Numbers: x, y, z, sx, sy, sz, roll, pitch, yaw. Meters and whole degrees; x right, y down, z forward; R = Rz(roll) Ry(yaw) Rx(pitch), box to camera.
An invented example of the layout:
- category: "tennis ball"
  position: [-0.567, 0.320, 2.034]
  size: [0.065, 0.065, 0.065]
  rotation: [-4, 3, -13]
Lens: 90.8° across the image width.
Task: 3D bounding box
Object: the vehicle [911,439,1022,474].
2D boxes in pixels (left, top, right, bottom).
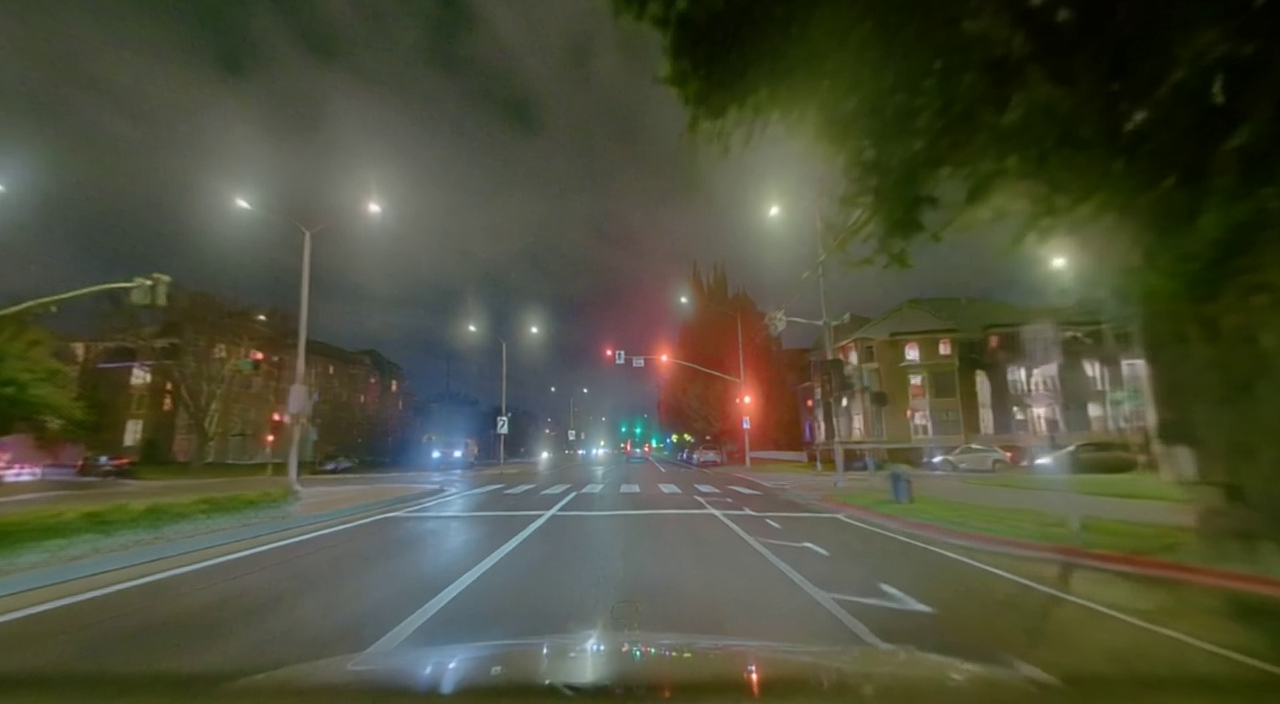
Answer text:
- category: "vehicle"
  position: [16.812, 5.400, 32.675]
  size: [4.561, 1.723, 2.030]
  rotation: [0, -9, -5]
